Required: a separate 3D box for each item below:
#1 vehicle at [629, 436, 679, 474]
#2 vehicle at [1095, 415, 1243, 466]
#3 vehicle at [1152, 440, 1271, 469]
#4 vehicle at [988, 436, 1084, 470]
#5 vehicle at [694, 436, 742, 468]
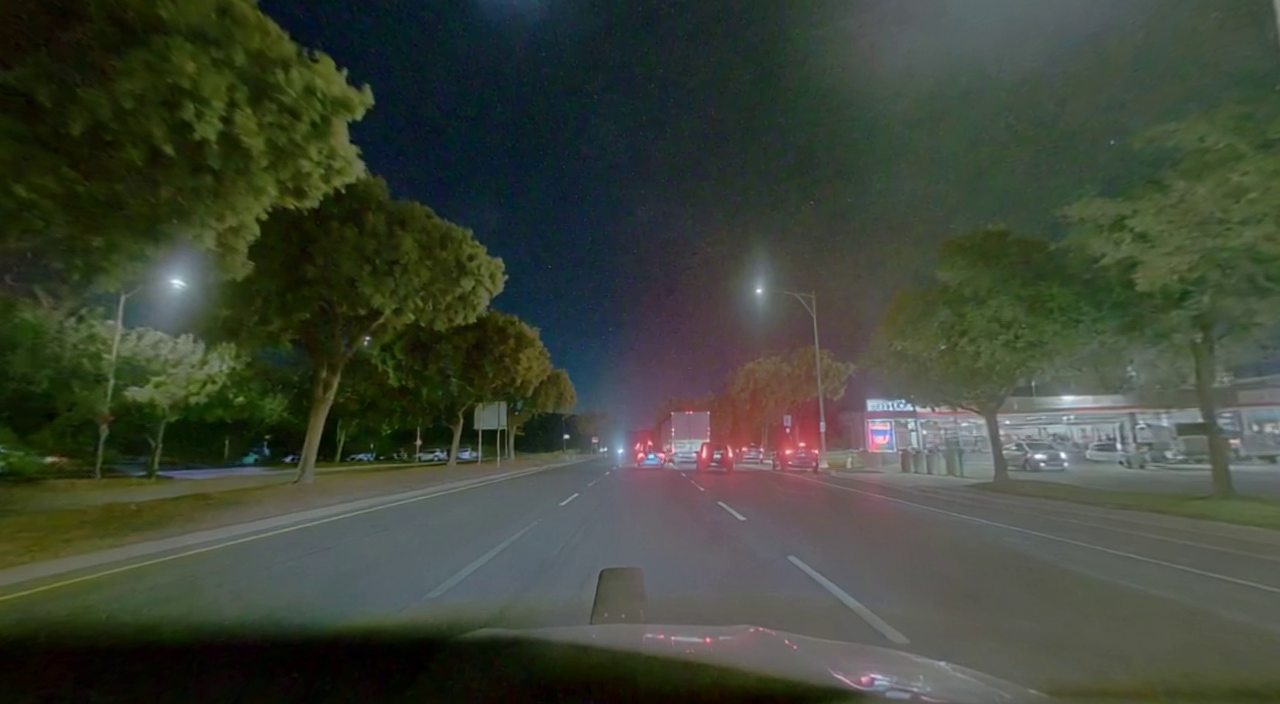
[{"bbox_3d":[0.595,4.794,29.546,2.193,1.651,3.946,0,-8,0],"label":"vehicle"},{"bbox_3d":[29.286,4.917,34.929,5.896,2.709,2.318,0,-8,1],"label":"vehicle"},{"bbox_3d":[29.020,5.203,31.976,4.127,1.422,1.937,0,-8,-1],"label":"vehicle"},{"bbox_3d":[20.010,5.119,31.974,2.068,1.627,4.269,0,-8,0],"label":"vehicle"},{"bbox_3d":[4.269,5.554,34.984,2.088,1.655,4.360,0,-8,0],"label":"vehicle"}]
